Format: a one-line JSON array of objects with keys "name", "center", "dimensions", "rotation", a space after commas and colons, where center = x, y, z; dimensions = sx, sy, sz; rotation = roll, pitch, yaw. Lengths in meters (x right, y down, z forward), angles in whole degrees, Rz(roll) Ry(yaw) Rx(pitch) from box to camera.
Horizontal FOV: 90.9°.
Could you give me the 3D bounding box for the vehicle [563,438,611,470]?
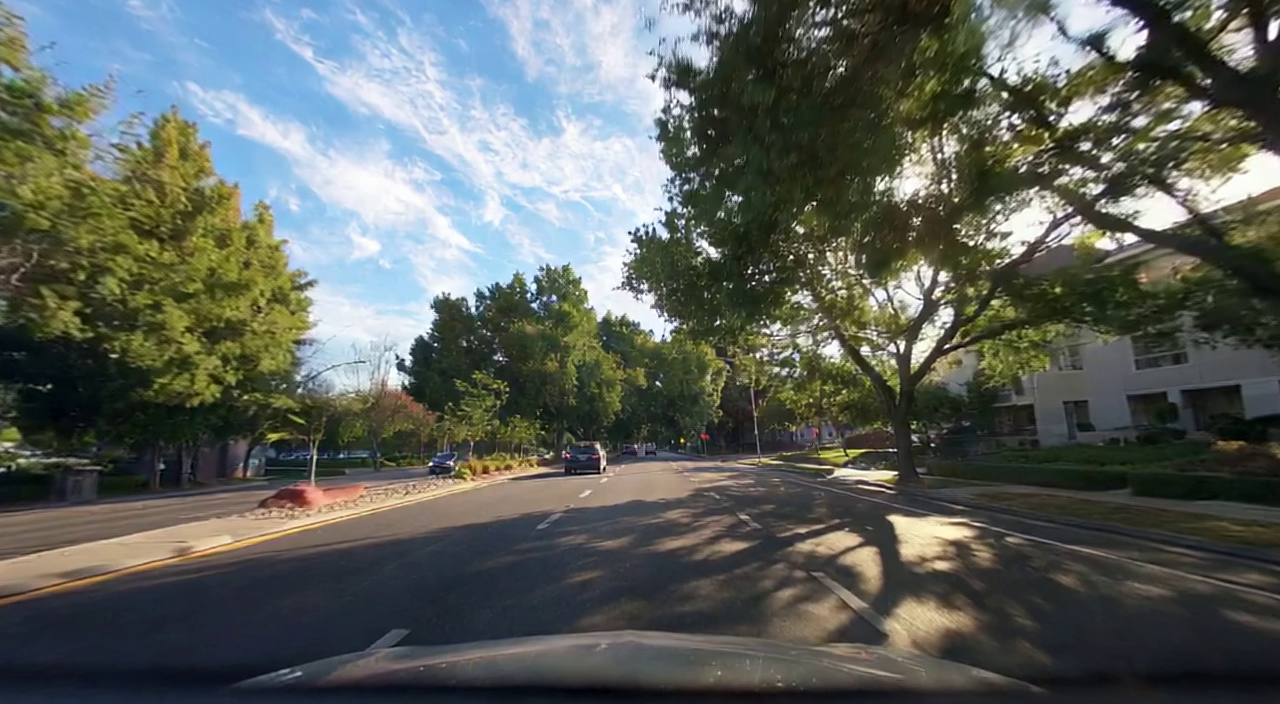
[{"name": "vehicle", "center": [-2.961, 5.845, 36.216], "dimensions": [2.283, 1.716, 4.395], "rotation": [0, -8, 2]}]
